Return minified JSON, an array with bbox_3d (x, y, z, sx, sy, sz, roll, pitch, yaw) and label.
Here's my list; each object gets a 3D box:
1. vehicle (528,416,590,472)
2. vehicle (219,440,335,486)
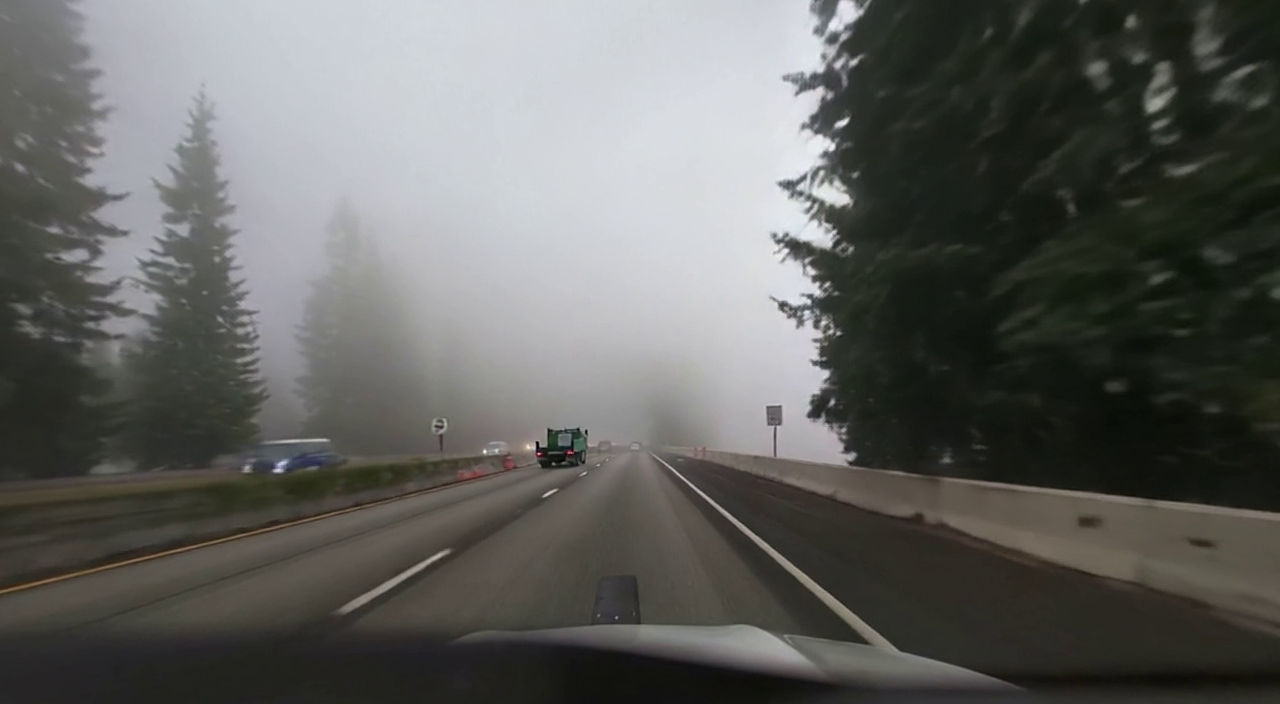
[{"bbox_3d":[-4.077,4.778,32.805,2.484,2.625,5.907,0,-8,0],"label":"vehicle"},{"bbox_3d":[-16.977,5.184,29.845,2.242,1.934,5.464,-1,-8,0],"label":"vehicle"}]
